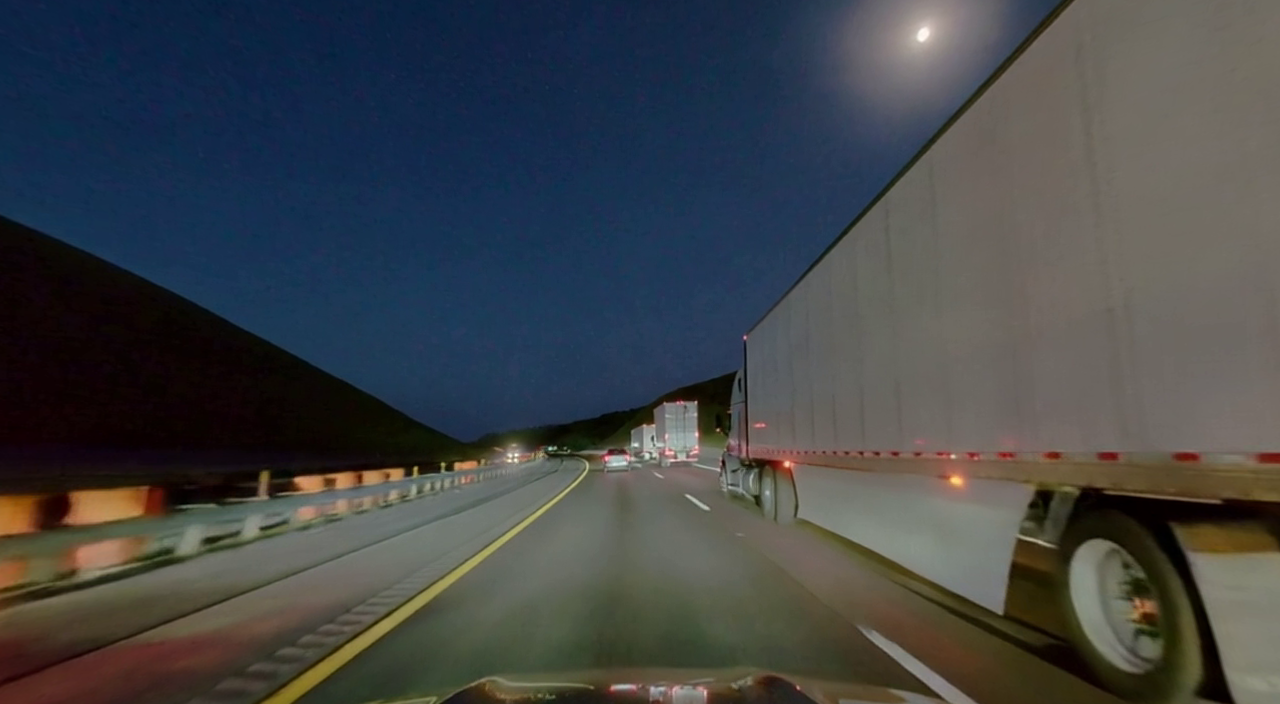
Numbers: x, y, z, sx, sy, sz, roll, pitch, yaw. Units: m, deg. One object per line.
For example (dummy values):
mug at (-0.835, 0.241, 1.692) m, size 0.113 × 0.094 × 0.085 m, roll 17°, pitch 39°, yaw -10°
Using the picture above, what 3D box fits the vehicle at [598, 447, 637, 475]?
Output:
vehicle at (-1.234, 6.010, 34.913) m, size 2.029 × 1.437 × 3.794 m, roll 0°, pitch -9°, yaw -2°

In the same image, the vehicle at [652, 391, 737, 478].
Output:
vehicle at (2.664, 4.911, 36.357) m, size 2.826 × 4.050 × 13.845 m, roll 1°, pitch -9°, yaw -4°

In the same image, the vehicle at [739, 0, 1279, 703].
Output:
vehicle at (3.986, 0.552, 8.164) m, size 2.911 × 4.099 × 14.578 m, roll 0°, pitch -9°, yaw -1°
